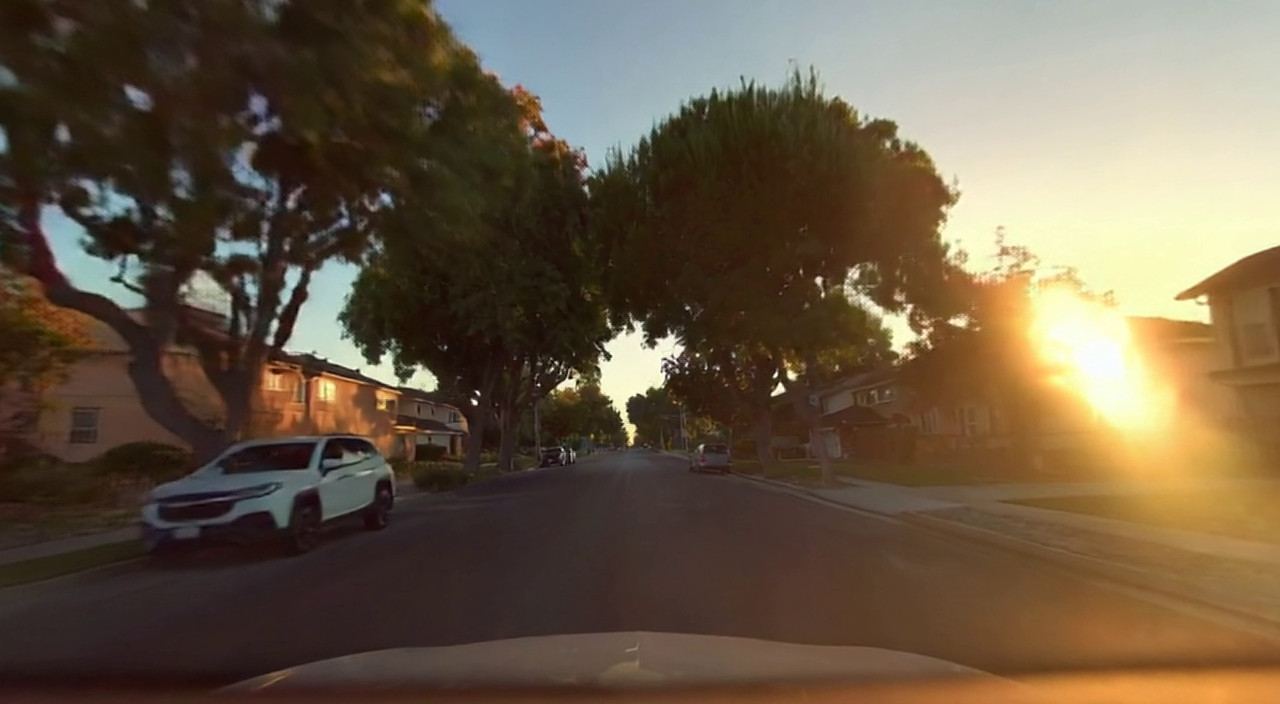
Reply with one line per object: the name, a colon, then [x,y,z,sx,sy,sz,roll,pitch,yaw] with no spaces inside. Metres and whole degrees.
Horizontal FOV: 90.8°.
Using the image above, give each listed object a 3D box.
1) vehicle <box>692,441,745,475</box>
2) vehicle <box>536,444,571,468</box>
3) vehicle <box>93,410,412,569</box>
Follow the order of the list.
vehicle: [3.844,5.275,31.728,1.996,1.585,4.371,0,-8,-1]
vehicle: [-6.346,7.687,46.746,1.944,1.621,4.187,-1,-9,1]
vehicle: [-5.796,2.096,10.556,2.341,1.942,5.044,-1,-8,-3]
